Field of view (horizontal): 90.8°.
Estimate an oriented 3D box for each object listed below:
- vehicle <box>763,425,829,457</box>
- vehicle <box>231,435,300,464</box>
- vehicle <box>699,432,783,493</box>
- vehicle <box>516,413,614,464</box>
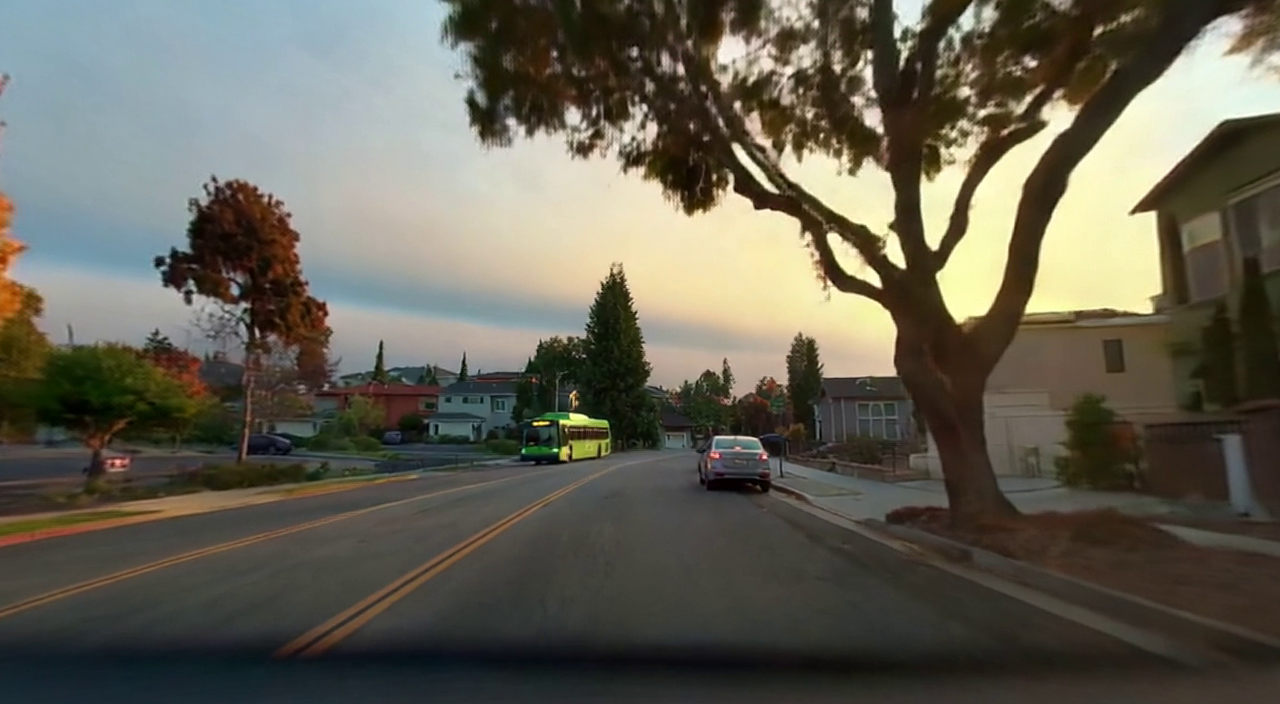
[{"bbox_3d":[11.407,6.585,46.583,4.387,1.812,2.018,-8,-11,9],"label":"vehicle"},{"bbox_3d":[-24.685,6.424,41.814,2.006,1.766,4.685,1,-8,-5],"label":"vehicle"},{"bbox_3d":[2.870,3.222,18.778,1.984,1.601,3.994,0,-8,3],"label":"vehicle"},{"bbox_3d":[-5.005,6.395,46.146,3.577,3.168,13.108,-2,-9,9],"label":"vehicle"}]
